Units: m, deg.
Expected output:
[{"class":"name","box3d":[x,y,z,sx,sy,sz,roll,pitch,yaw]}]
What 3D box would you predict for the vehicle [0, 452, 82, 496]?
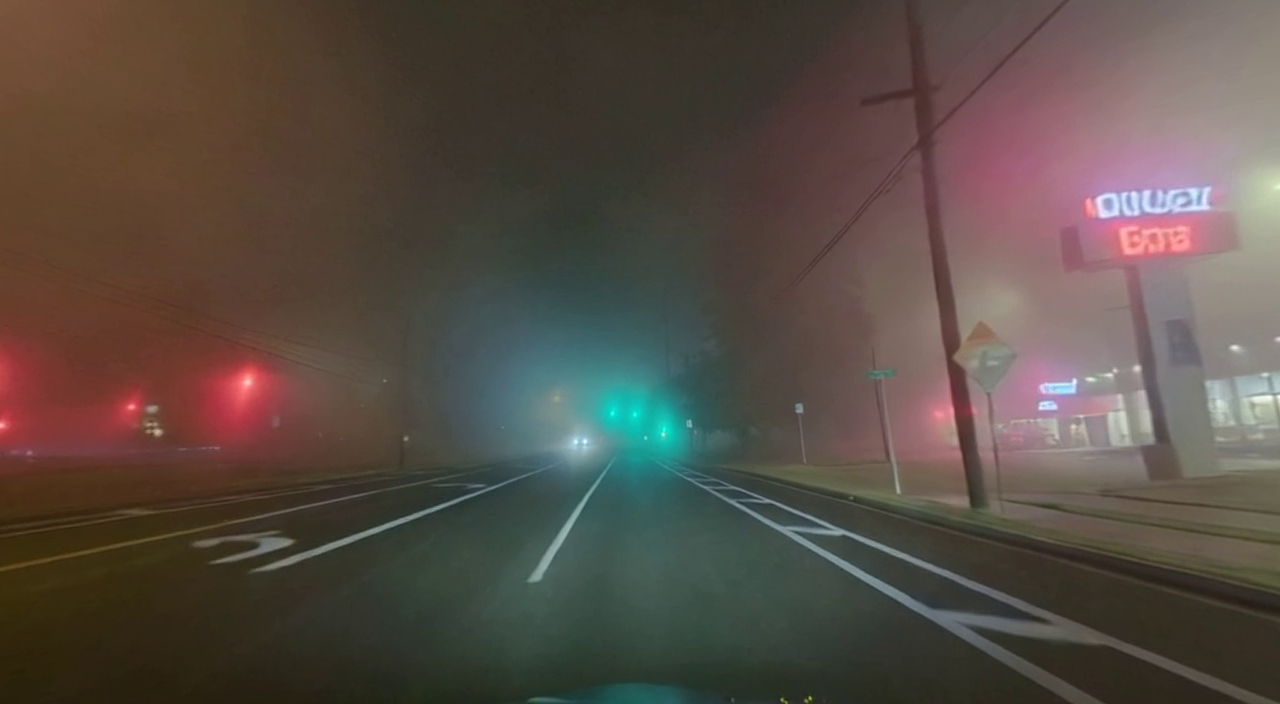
[{"class":"vehicle","box3d":[-27.609,5.419,28.448,4.811,1.756,2.070,-5,-10,30]}]
